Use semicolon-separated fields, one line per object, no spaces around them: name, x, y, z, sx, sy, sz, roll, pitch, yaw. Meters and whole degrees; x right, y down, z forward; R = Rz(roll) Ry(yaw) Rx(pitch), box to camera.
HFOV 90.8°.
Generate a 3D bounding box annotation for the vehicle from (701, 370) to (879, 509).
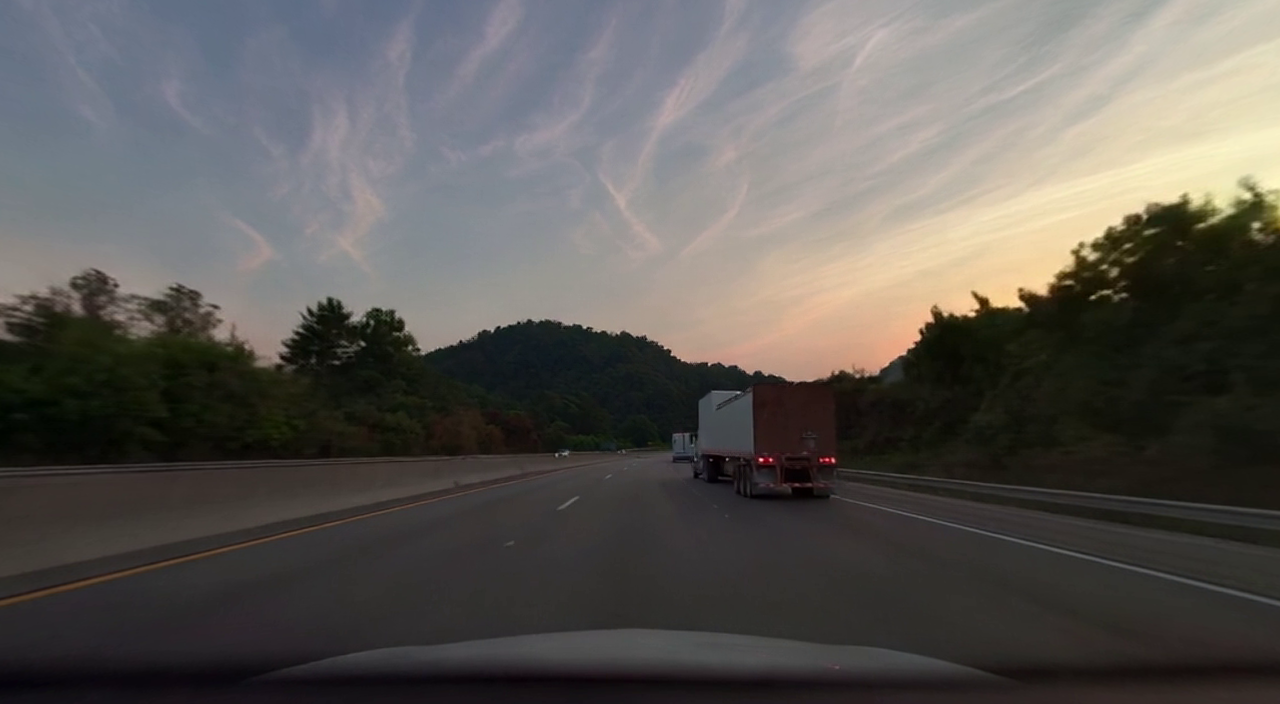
vehicle;4.363;3.242;22.633;2.868;3.427;14.032;0;-9;0
